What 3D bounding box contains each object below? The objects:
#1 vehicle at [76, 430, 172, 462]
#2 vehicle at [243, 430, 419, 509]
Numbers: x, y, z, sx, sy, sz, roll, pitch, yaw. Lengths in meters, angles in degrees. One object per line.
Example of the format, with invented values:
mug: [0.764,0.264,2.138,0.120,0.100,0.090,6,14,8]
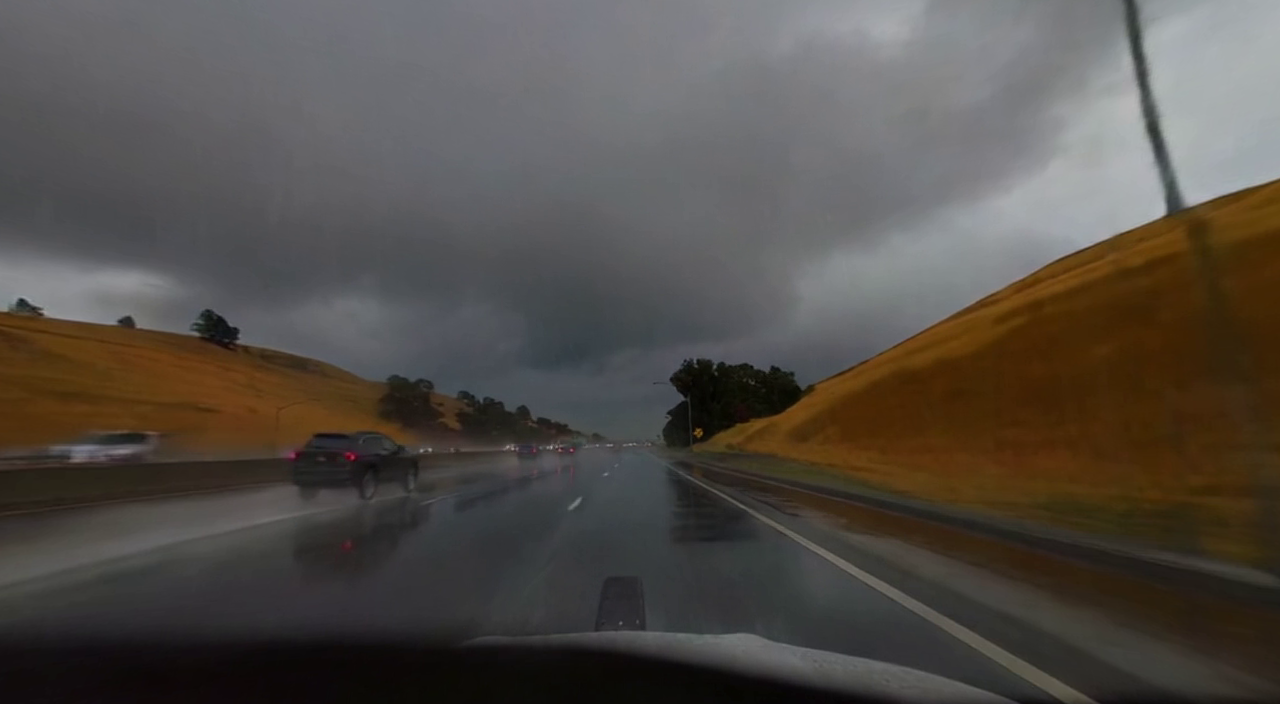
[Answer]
vehicle: [-38.579,7.096,47.349,2.408,2.235,5.708,0,-9,-1]
vehicle: [-7.159,2.769,15.242,2.045,1.624,4.338,0,-9,0]
